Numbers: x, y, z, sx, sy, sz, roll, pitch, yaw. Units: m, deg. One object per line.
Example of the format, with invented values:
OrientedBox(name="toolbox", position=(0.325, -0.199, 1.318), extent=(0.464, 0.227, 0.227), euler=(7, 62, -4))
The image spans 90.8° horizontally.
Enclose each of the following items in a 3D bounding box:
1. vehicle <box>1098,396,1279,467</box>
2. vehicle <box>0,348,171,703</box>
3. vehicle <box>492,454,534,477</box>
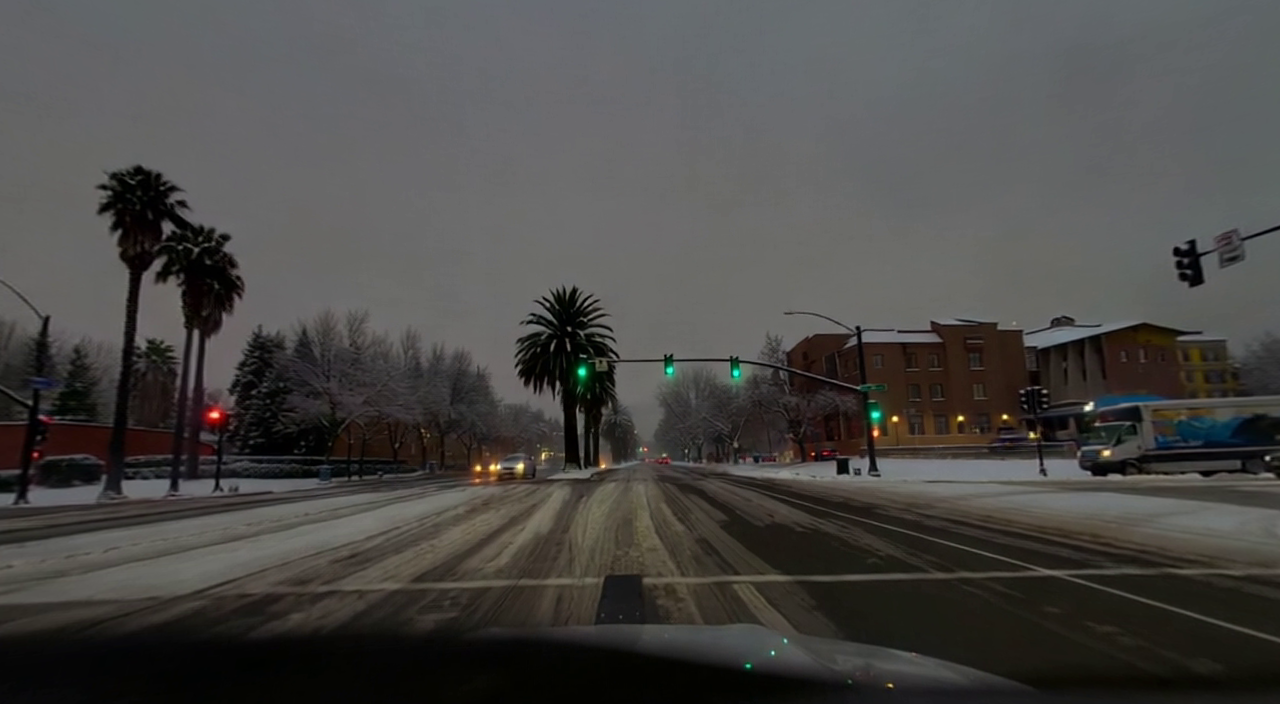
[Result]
OrientedBox(name="vehicle", position=(32.586, 4.794, 37.345), extent=(2.863, 3.609, 10.252), euler=(0, -9, -3))
OrientedBox(name="vehicle", position=(-3.477, 0.613, 0.925), extent=(2.026, 1.723, 4.832), euler=(0, -9, -3))
OrientedBox(name="vehicle", position=(-9.032, 8.123, 45.334), extent=(2.095, 1.482, 4.523), euler=(0, -9, 0))
